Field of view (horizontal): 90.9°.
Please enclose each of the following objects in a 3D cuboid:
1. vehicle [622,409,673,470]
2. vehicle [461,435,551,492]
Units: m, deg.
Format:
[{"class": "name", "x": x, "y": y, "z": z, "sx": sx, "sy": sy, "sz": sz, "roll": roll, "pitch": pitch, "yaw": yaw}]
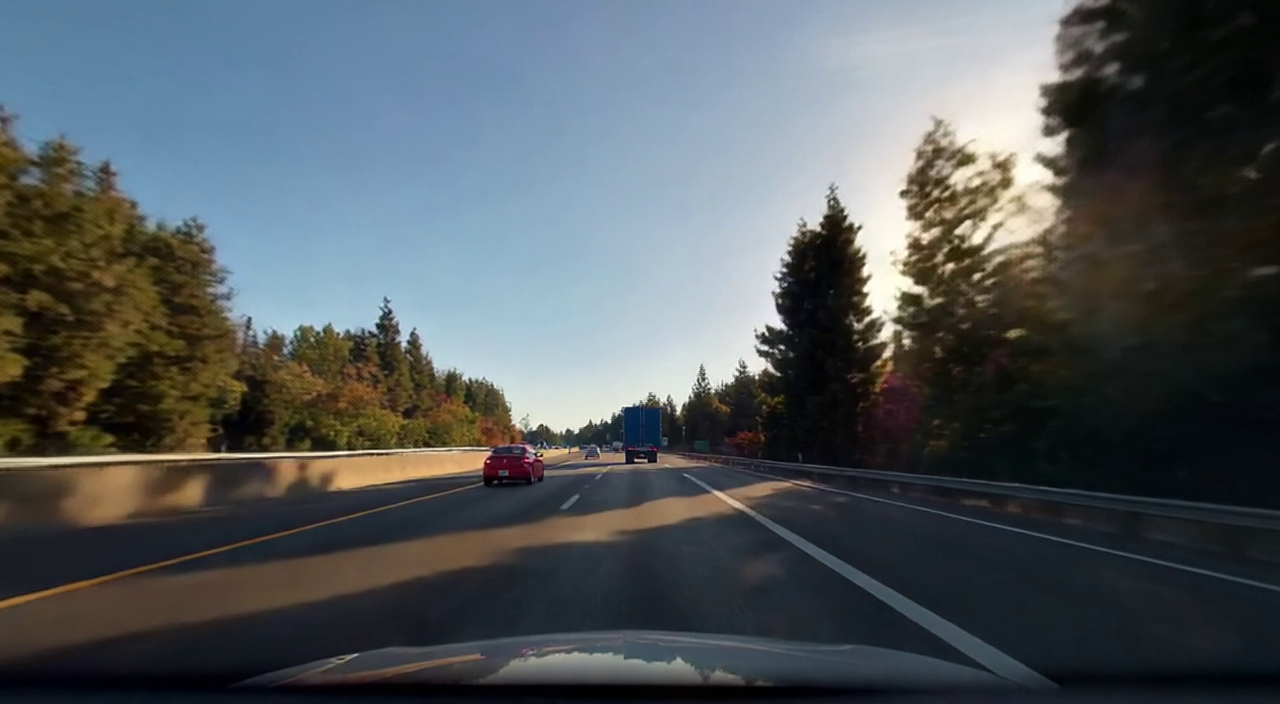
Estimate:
[{"class": "vehicle", "x": 0.318, "y": 5.907, "z": 42.065, "sx": 2.893, "sy": 3.628, "sz": 9.081, "roll": 0, "pitch": -9, "yaw": -3}, {"class": "vehicle", "x": -4.134, "y": 3.498, "z": 20.069, "sx": 1.977, "sy": 1.602, "sz": 3.944, "roll": 0, "pitch": -9, "yaw": 0}]
